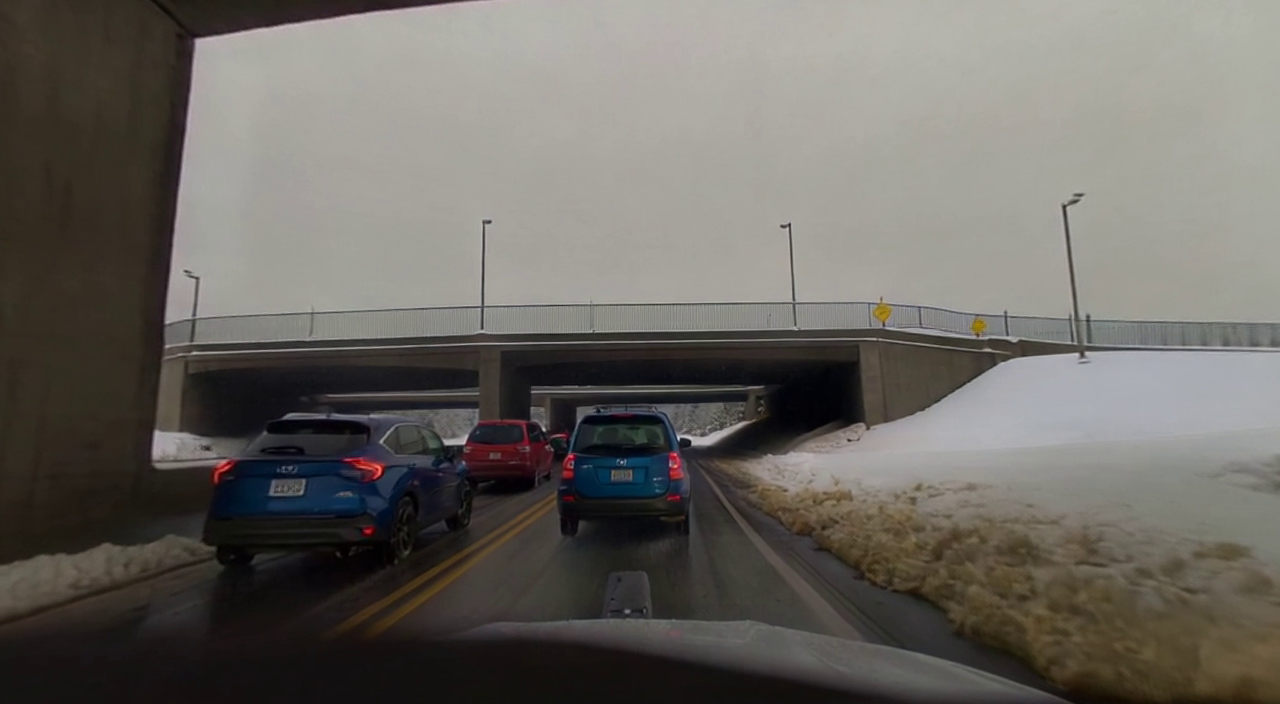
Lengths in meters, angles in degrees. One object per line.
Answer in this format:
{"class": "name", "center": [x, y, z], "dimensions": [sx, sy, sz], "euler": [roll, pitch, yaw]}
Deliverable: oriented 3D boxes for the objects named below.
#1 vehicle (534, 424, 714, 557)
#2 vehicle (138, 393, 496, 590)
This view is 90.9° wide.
{"class": "vehicle", "center": [-0.096, 1.863, 9.205], "dimensions": [2.020, 1.478, 4.092], "euler": [-1, -8, 3]}
{"class": "vehicle", "center": [-3.454, 1.595, 8.041], "dimensions": [2.017, 1.761, 4.572], "euler": [0, -8, 2]}
